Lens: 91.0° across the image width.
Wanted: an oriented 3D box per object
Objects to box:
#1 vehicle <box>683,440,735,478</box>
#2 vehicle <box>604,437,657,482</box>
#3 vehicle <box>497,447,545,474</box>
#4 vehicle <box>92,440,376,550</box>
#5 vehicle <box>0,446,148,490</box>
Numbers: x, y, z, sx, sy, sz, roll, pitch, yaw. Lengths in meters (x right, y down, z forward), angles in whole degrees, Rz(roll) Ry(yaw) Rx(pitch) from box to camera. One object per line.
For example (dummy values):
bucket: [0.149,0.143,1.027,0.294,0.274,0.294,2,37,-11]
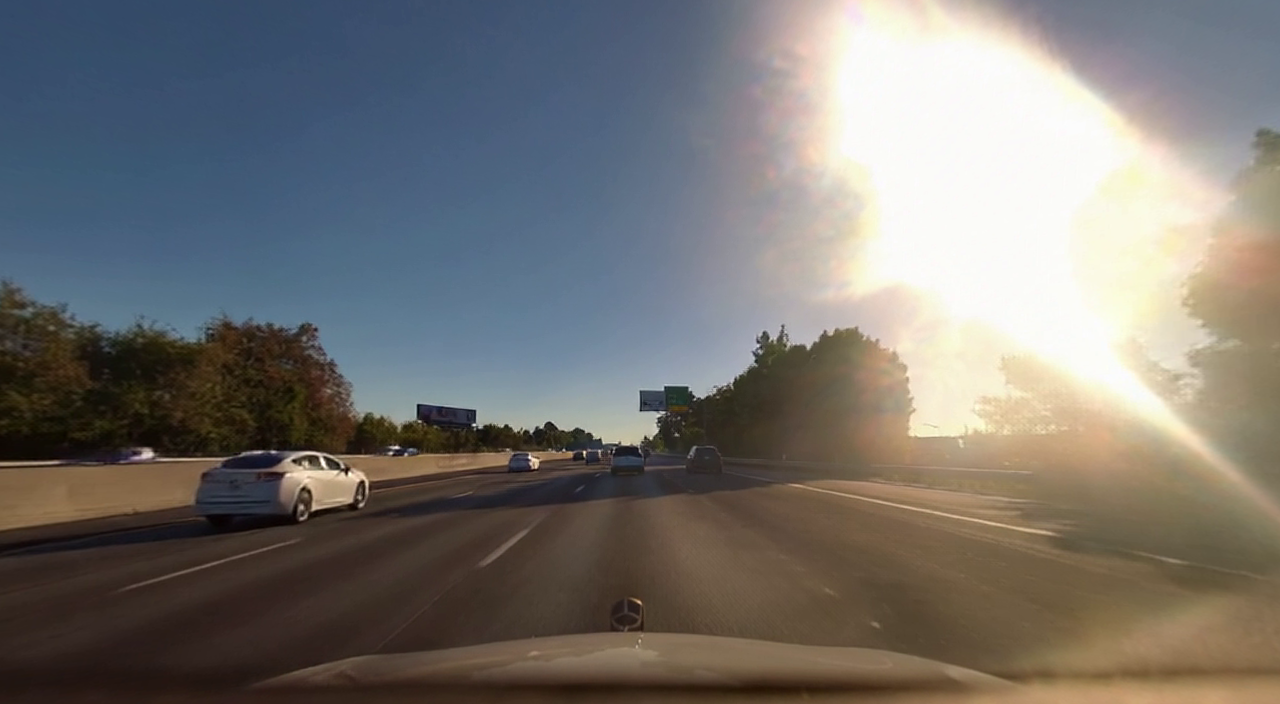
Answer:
vehicle: [3.304,5.217,30.987,1.925,1.716,4.378,0,-8,-2]
vehicle: [-0.408,4.684,27.762,2.127,1.749,4.776,0,-8,0]
vehicle: [-6.997,6.379,37.388,1.892,1.468,4.792,0,-8,0]
vehicle: [-6.668,2.352,11.198,1.918,1.509,4.736,0,-8,0]
vehicle: [-22.467,4.580,25.233,1.872,1.576,4.421,0,-8,0]
